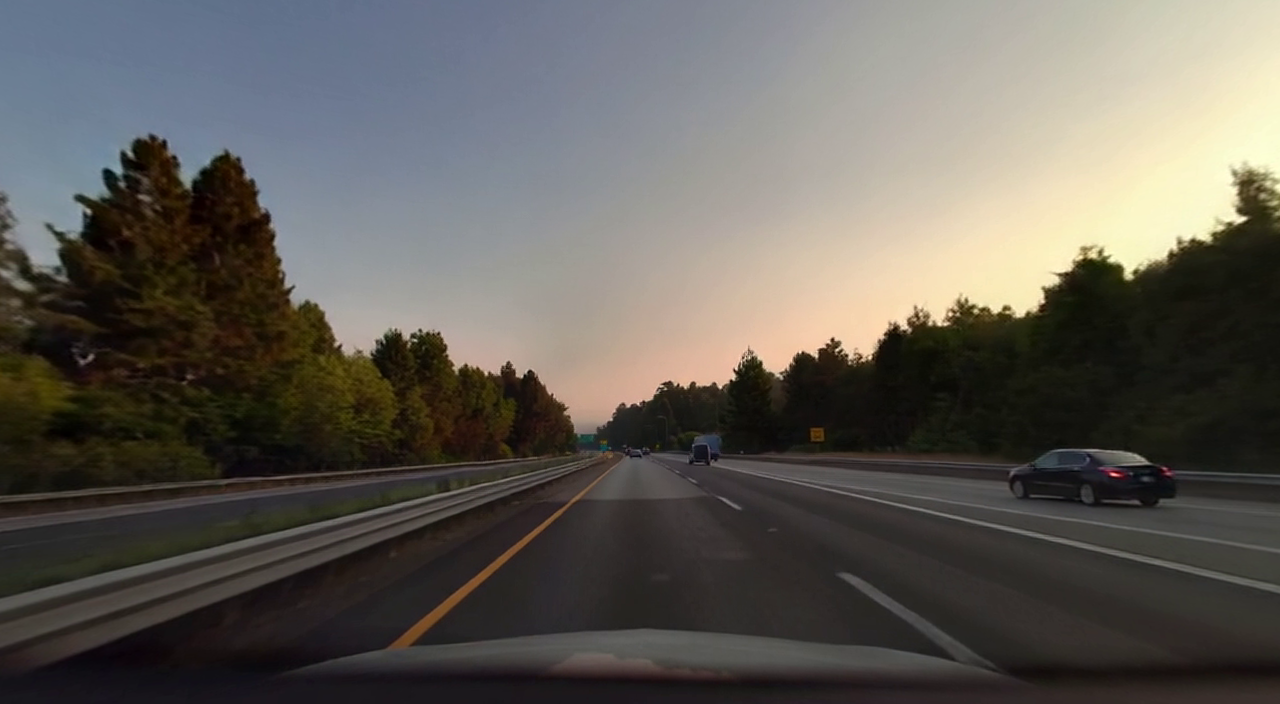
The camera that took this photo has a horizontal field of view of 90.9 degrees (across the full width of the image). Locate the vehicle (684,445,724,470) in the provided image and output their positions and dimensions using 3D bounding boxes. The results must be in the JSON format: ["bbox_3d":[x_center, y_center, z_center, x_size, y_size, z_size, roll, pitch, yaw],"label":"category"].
[{"bbox_3d":[4.243,7.047,42.312,2.058,1.605,4.116,0,-9,-2],"label":"vehicle"}]

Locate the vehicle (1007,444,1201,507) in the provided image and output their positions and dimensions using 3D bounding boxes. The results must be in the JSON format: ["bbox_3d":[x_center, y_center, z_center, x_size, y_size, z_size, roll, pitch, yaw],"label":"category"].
[{"bbox_3d":[11.543,3.064,16.066,1.926,1.386,3.719,0,-9,-4],"label":"vehicle"}]
